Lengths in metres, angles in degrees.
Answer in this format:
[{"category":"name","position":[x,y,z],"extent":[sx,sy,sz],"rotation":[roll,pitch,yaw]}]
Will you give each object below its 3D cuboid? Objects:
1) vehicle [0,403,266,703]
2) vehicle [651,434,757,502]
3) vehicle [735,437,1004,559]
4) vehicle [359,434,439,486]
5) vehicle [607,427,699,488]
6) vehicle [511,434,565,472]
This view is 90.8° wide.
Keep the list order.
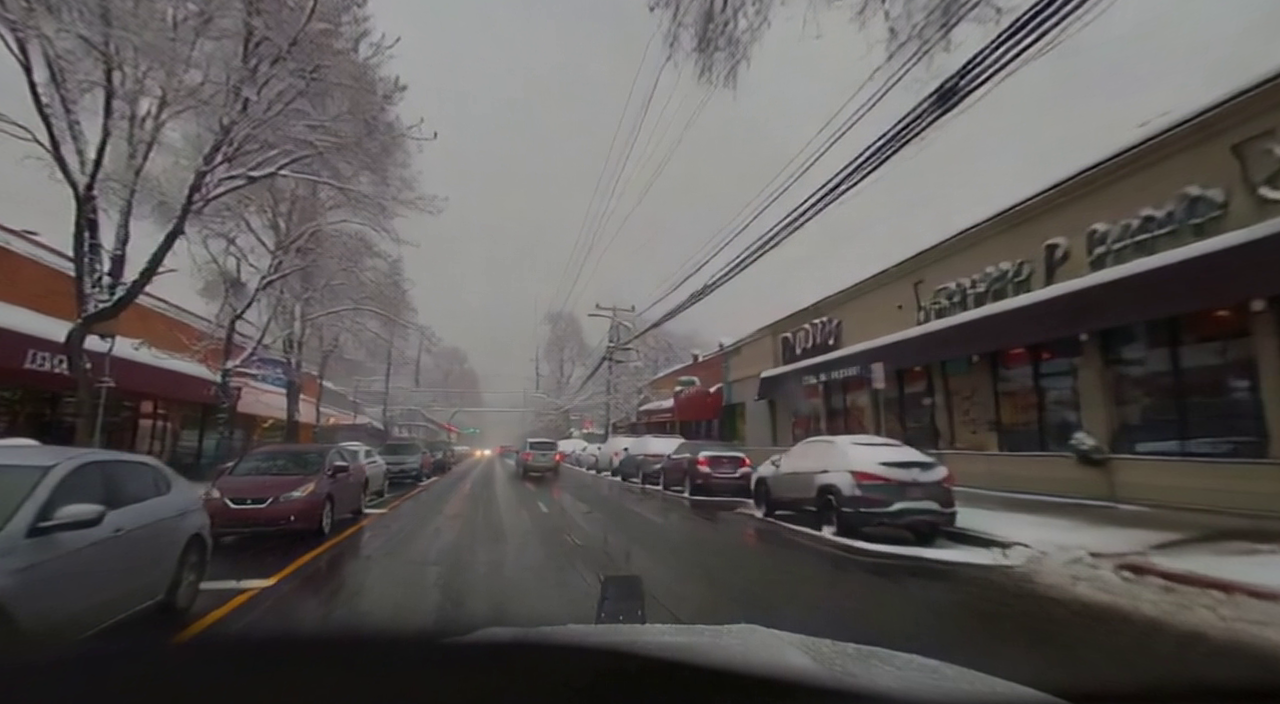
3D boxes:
[{"category":"vehicle","position":[-4.610,1.261,4.317],"extent":[2.087,1.646,4.563],"rotation":[2,-9,-12]},{"category":"vehicle","position":[1.708,3.294,18.391],"extent":[1.882,1.704,4.055],"rotation":[2,-9,-12]},{"category":"vehicle","position":[3.419,2.253,10.694],"extent":[2.059,1.550,4.703],"rotation":[2,-9,-12]},{"category":"vehicle","position":[-9.431,4.221,25.181],"extent":[2.341,1.825,4.924],"rotation":[2,-9,-14]},{"category":"vehicle","position":[0.320,3.872,23.523],"extent":[2.243,1.992,5.087],"rotation":[2,-9,-13]},{"category":"vehicle","position":[-5.529,5.360,33.801],"extent":[2.440,1.882,4.611],"rotation":[2,-9,-13]}]
